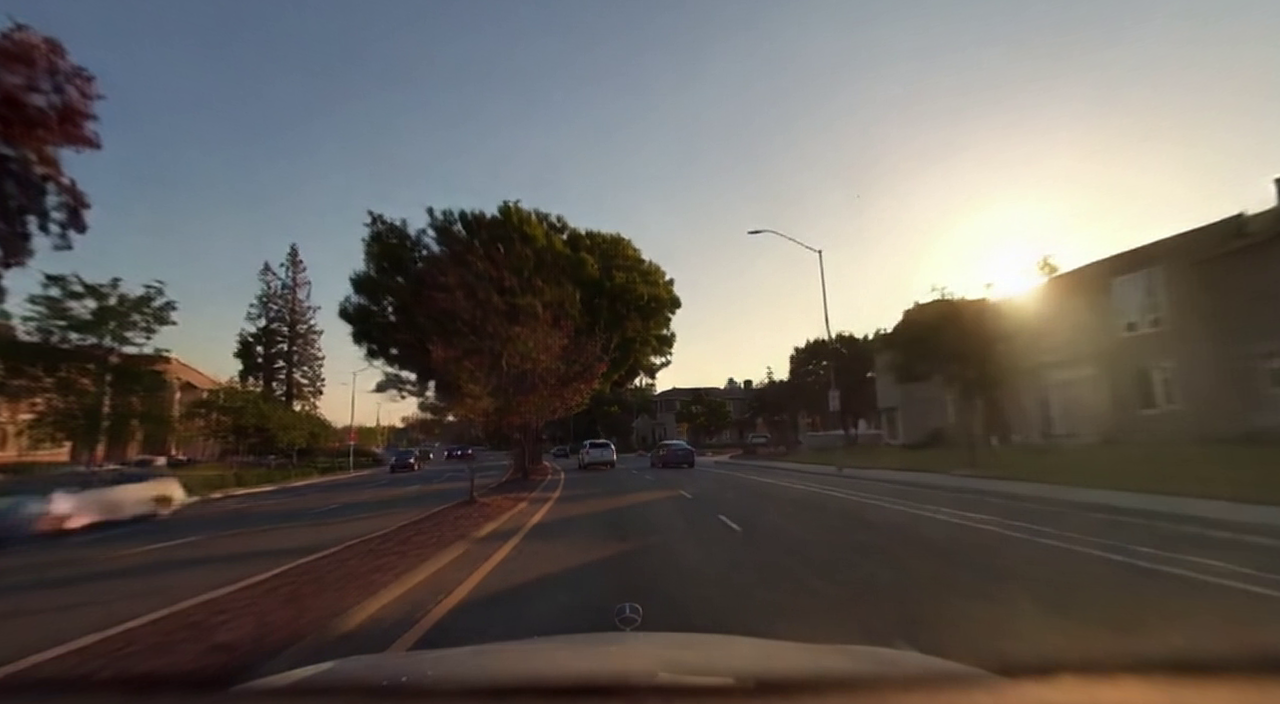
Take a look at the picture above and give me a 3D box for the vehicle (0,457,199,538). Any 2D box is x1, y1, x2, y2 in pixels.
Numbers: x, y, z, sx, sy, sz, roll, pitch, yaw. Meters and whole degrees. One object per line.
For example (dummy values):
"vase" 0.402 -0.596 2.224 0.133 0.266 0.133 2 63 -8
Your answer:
"vehicle" -13.022 3.295 14.850 1.924 1.481 4.727 0 -9 -3

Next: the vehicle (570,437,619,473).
"vehicle" -2.496 5.435 33.307 2.165 1.783 4.391 1 -9 -10

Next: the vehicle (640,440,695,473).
"vehicle" 1.302 5.319 32.197 1.915 1.495 4.880 1 -9 -8

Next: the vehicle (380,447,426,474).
"vehicle" -17.232 7.856 45.837 2.162 1.848 5.214 1 -9 -10
